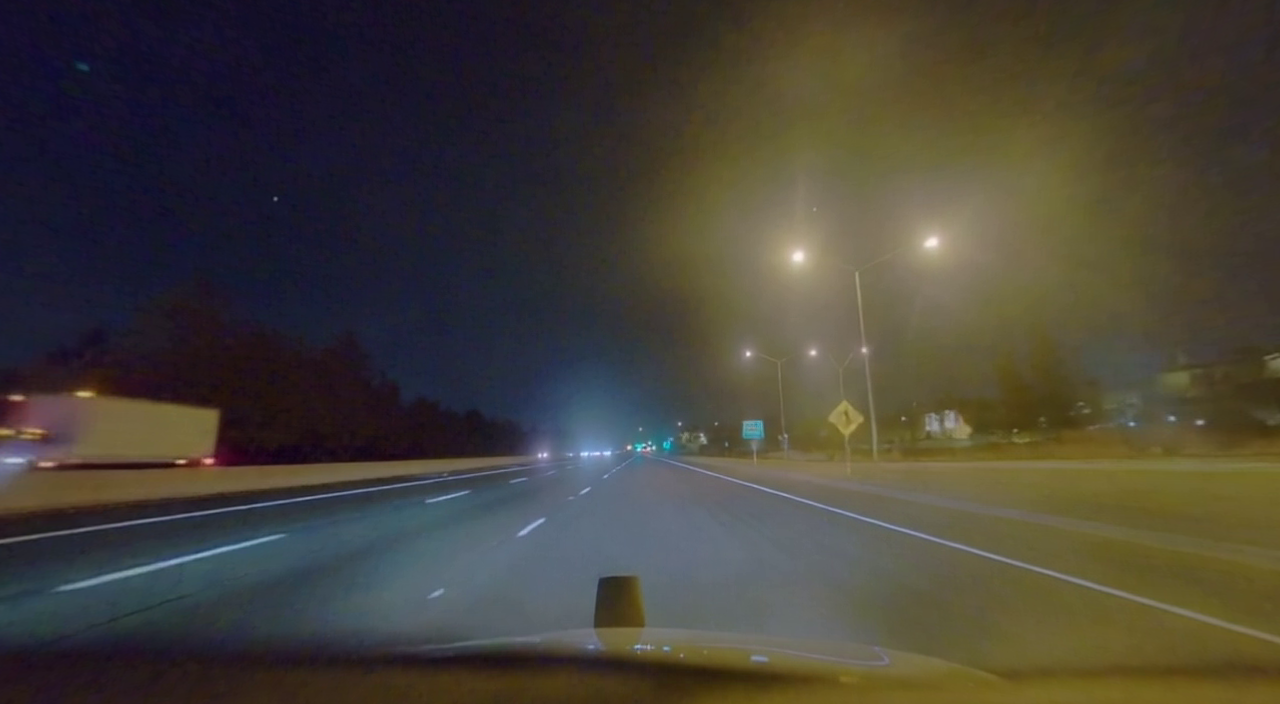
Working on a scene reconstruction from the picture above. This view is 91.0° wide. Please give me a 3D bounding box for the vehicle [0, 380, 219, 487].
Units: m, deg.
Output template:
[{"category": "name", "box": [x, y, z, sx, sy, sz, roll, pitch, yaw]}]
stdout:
[{"category": "vehicle", "box": [-24.491, 3.837, 28.642, 3.036, 3.902, 11.182, 0, -9, -1]}]
